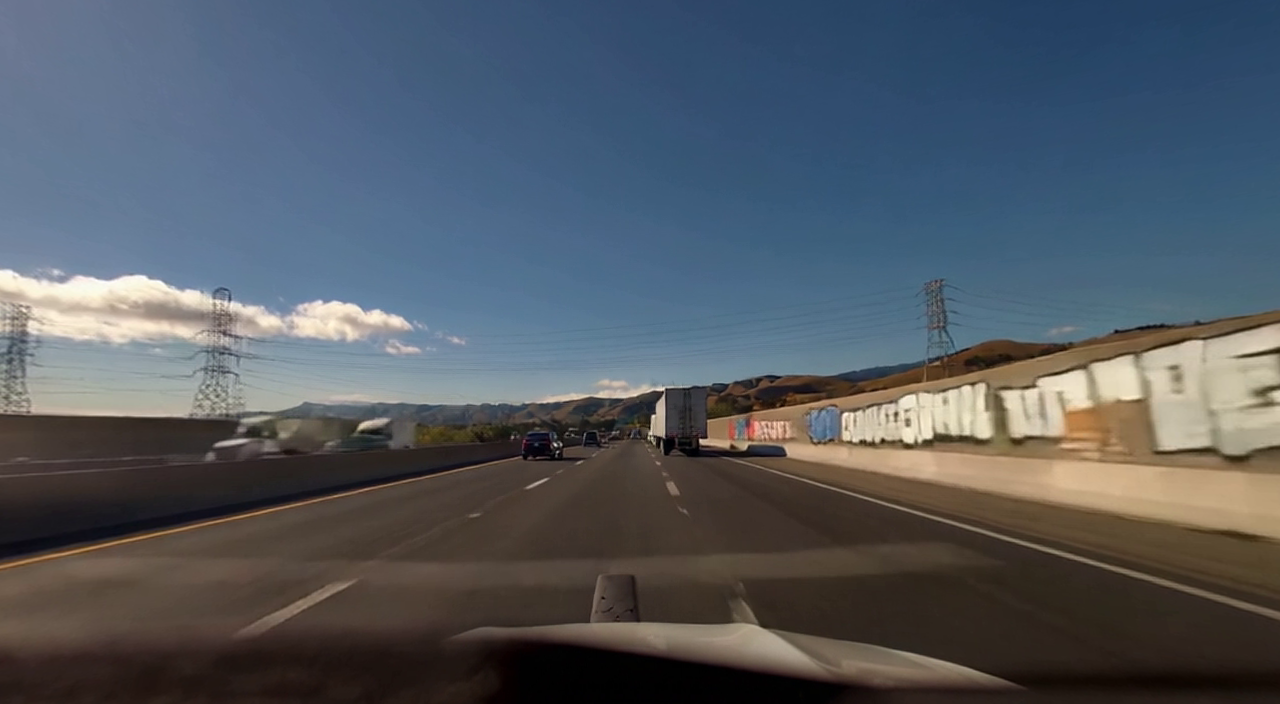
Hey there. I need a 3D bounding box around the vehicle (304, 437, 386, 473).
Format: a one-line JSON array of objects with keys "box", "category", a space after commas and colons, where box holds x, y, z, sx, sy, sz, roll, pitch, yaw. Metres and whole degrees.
[{"box": [-11.941, 4.162, 25.723, 1.683, 1.377, 3.452, 0, -8, -1], "category": "vehicle"}]

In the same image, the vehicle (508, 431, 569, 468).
[{"box": [-4.389, 4.282, 27.942, 1.965, 1.486, 4.448, 0, -8, 0], "category": "vehicle"}]

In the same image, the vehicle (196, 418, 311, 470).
[{"box": [-19.904, 4.770, 32.885, 2.198, 2.430, 5.819, 0, -8, 0], "category": "vehicle"}]

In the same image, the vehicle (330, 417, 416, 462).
[{"box": [-15.887, 5.289, 38.076, 2.230, 2.477, 6.722, 0, -8, 0], "category": "vehicle"}]

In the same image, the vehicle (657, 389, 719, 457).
[{"box": [2.887, 4.800, 41.442, 3.060, 3.842, 11.095, 0, -8, -1], "category": "vehicle"}]
